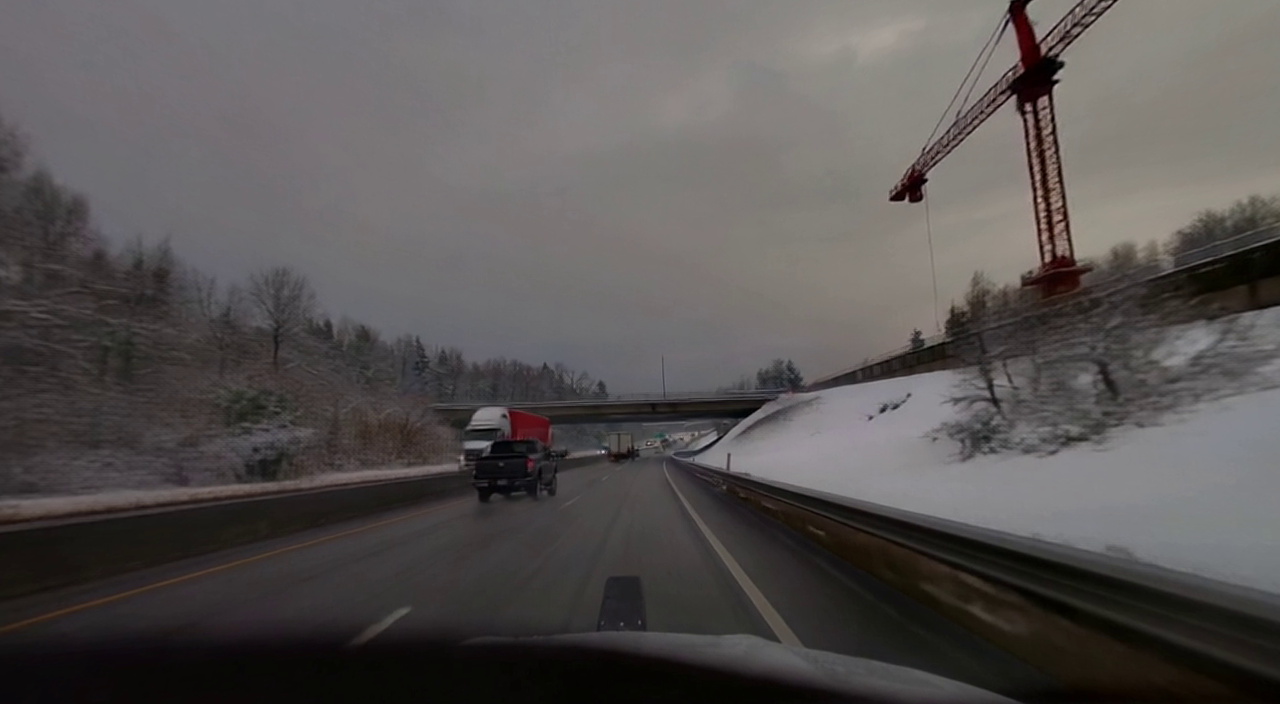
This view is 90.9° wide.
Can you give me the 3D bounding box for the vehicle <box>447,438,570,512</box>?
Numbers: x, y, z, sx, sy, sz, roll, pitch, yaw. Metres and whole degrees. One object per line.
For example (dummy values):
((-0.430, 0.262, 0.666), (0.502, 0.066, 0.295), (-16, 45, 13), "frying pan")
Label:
((-3.197, 3.093, 16.271), (2.194, 1.648, 3.984), (0, -9, 1), "vehicle")
